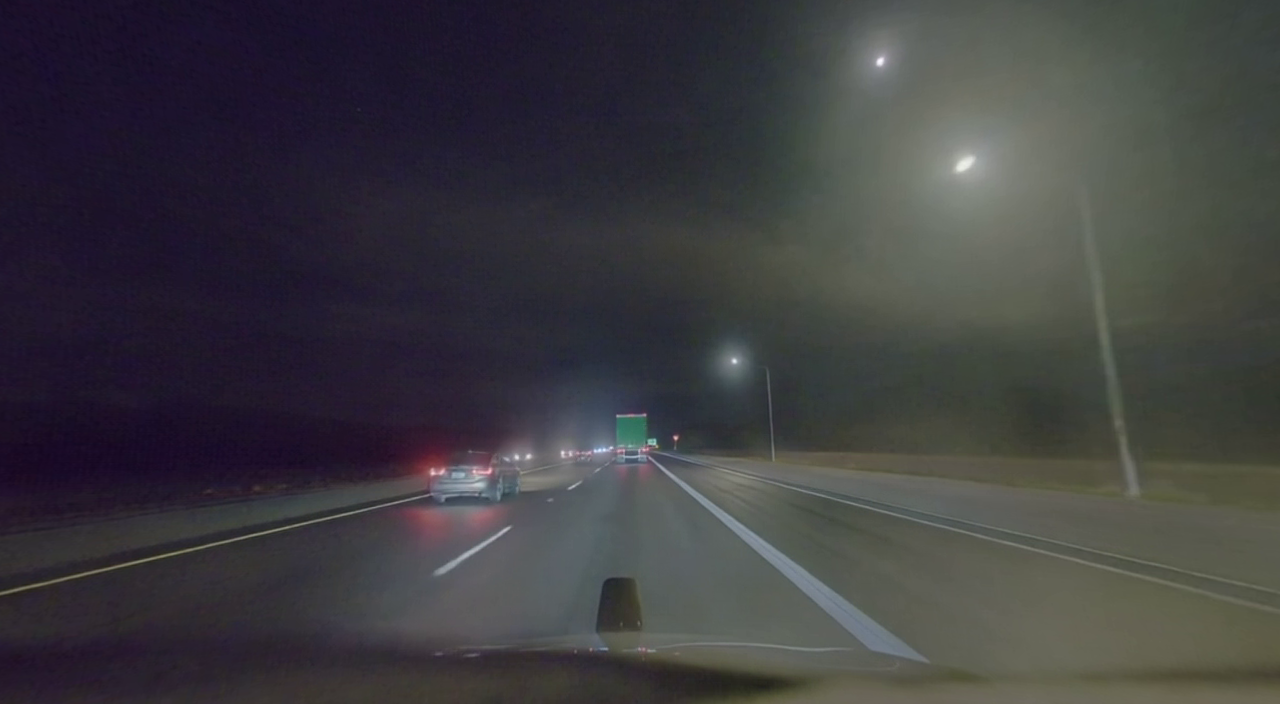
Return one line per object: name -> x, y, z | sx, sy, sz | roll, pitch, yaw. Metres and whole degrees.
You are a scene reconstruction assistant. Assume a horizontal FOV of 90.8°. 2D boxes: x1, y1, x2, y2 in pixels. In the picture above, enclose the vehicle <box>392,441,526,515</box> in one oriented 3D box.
vehicle -> -4.140, 2.933, 15.198 | 1.978, 1.507, 4.062 | 0, -9, 0
